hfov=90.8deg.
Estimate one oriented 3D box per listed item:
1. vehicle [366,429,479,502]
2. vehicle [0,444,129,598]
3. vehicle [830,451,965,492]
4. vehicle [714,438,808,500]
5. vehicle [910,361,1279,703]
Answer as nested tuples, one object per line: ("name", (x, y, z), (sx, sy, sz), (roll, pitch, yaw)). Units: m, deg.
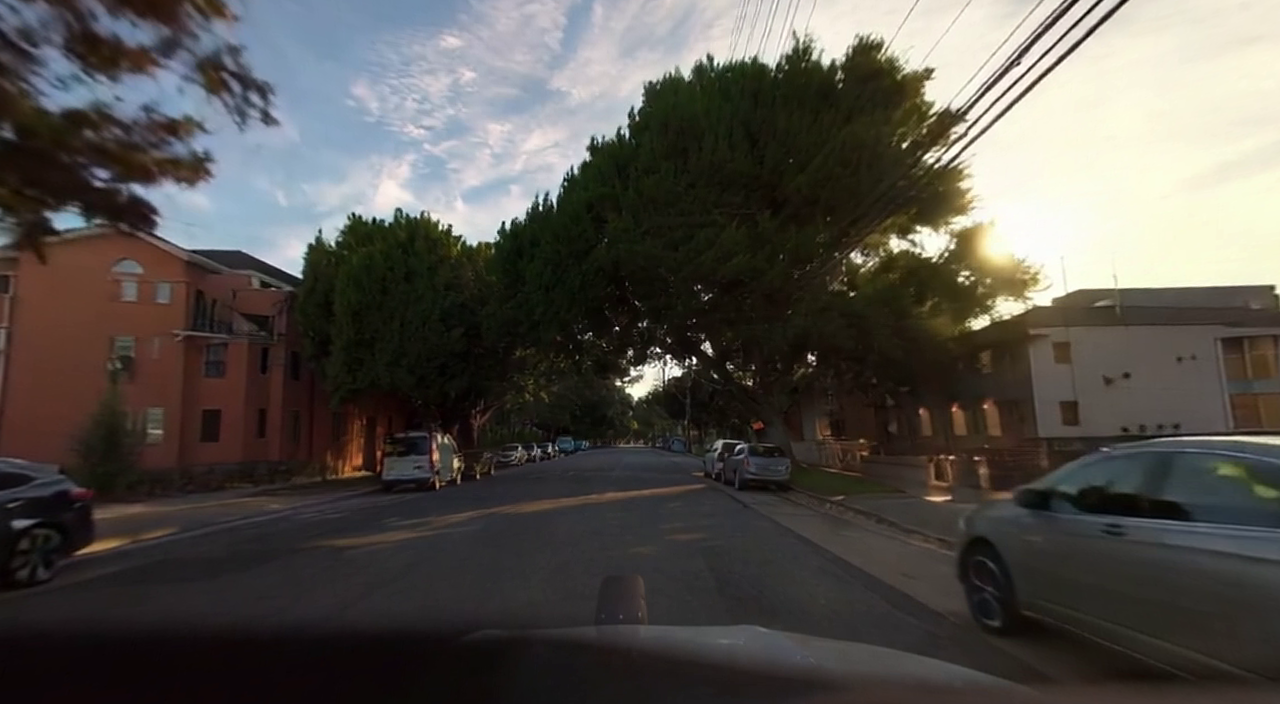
("vehicle", (-7.883, 4.098, 23.631), (2.351, 2.251, 5.856), (-2, -7, -2))
("vehicle", (-7.515, 1.669, 5.563), (2.145, 1.488, 4.646), (-3, -7, 1))
("vehicle", (10.586, 4.901, 26.106), (4.935, 1.549, 2.016), (-5, -11, 26))
("vehicle", (3.511, 3.489, 19.202), (1.925, 1.634, 4.419), (0, -9, -1))
("vehicle", (3.570, 1.126, 3.736), (1.986, 1.665, 4.606), (1, -10, 1))
